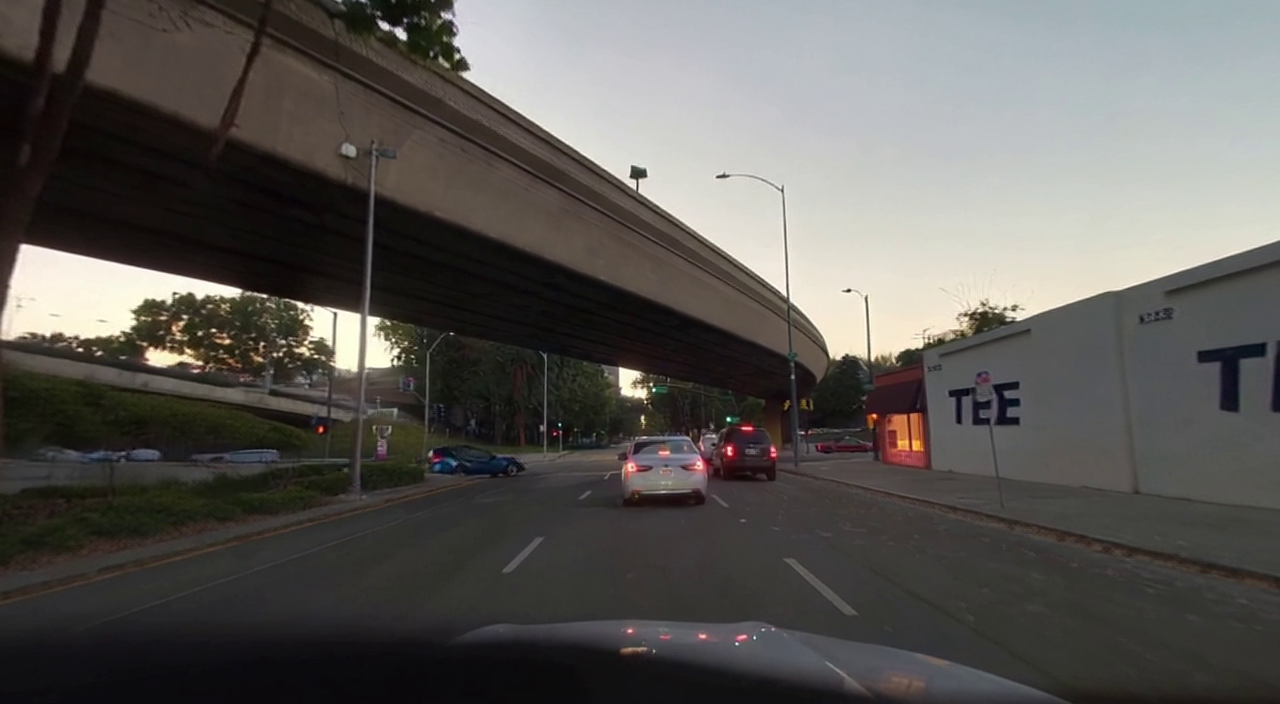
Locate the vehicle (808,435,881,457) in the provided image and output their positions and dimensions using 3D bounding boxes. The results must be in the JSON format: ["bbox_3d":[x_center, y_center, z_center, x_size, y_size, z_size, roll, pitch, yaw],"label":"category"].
[{"bbox_3d":[14.498,6.680,44.790,4.498,1.439,1.842,0,-8,-1],"label":"vehicle"}]

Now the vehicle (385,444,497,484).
[{"bbox_3d":[-8.968,5.044,28.798,1.832,1.611,4.546,-7,-11,40],"label":"vehicle"}]

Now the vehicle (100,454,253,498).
[{"bbox_3d":[-17.777,4.705,24.404,1.873,1.462,4.283,-6,-10,32],"label":"vehicle"}]

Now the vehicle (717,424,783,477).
[{"bbox_3d":[4.453,4.087,26.267,2.080,1.999,4.379,0,-8,2],"label":"vehicle"}]

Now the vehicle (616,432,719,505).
[{"bbox_3d":[0.581,2.697,15.018,2.101,1.467,4.210,0,-8,1],"label":"vehicle"}]
